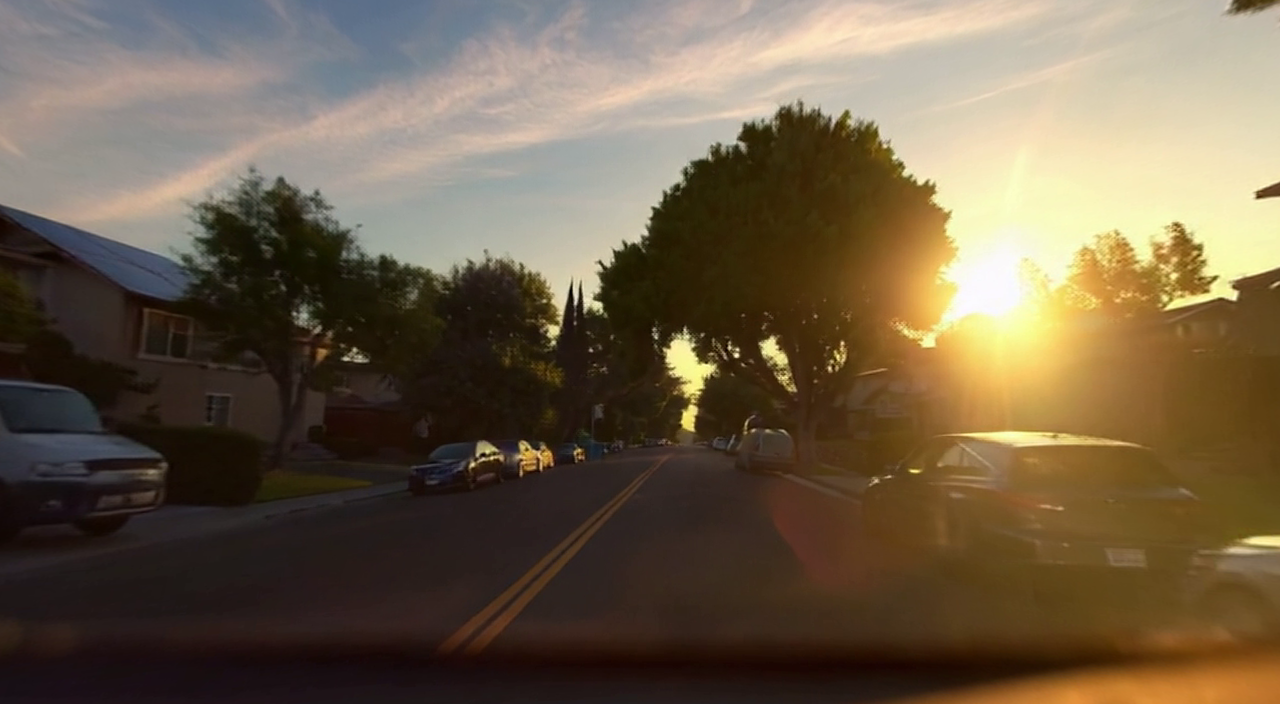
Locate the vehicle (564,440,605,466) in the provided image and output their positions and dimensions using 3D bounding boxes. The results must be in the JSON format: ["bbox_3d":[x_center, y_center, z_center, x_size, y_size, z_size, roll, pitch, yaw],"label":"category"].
[{"bbox_3d":[-3.304,6.098,38.233,1.921,1.470,4.068,-1,-8,3],"label":"vehicle"}]

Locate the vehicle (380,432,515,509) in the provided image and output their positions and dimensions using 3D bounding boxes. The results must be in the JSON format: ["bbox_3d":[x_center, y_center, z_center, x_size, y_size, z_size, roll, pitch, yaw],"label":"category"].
[{"bbox_3d":[-4.915,3.033,16.836,1.901,1.472,4.676,-4,-5,3],"label":"vehicle"}]

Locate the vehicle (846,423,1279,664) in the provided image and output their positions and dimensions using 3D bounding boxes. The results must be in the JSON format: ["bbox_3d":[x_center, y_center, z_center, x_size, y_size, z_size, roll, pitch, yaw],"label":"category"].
[{"bbox_3d":[3.611,1.509,6.337,1.916,1.484,4.638,-1,-8,6],"label":"vehicle"}]

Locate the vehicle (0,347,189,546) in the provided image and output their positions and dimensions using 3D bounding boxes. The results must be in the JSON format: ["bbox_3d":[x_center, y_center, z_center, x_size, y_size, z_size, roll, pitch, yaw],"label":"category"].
[{"bbox_3d":[-9.851,1.290,8.846,5.210,2.370,2.336,0,-8,2],"label":"vehicle"}]

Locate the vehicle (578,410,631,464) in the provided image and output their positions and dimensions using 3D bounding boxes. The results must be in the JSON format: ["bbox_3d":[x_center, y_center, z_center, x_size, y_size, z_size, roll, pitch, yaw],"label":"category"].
[{"bbox_3d":[-2.468,6.318,47.006,2.896,3.648,8.004,-1,-8,5],"label":"vehicle"}]

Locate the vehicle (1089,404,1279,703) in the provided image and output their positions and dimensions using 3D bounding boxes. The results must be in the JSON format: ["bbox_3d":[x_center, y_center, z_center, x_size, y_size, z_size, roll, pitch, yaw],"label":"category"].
[{"bbox_3d":[3.358,0.768,1.112,1.969,1.478,4.632,-1,-8,4],"label":"vehicle"}]

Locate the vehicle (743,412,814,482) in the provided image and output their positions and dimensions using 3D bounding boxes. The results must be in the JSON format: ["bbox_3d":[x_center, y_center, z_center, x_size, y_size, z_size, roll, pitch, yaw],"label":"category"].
[{"bbox_3d":[5.473,3.813,25.558,2.215,2.542,4.550,-1,-8,6],"label":"vehicle"}]
